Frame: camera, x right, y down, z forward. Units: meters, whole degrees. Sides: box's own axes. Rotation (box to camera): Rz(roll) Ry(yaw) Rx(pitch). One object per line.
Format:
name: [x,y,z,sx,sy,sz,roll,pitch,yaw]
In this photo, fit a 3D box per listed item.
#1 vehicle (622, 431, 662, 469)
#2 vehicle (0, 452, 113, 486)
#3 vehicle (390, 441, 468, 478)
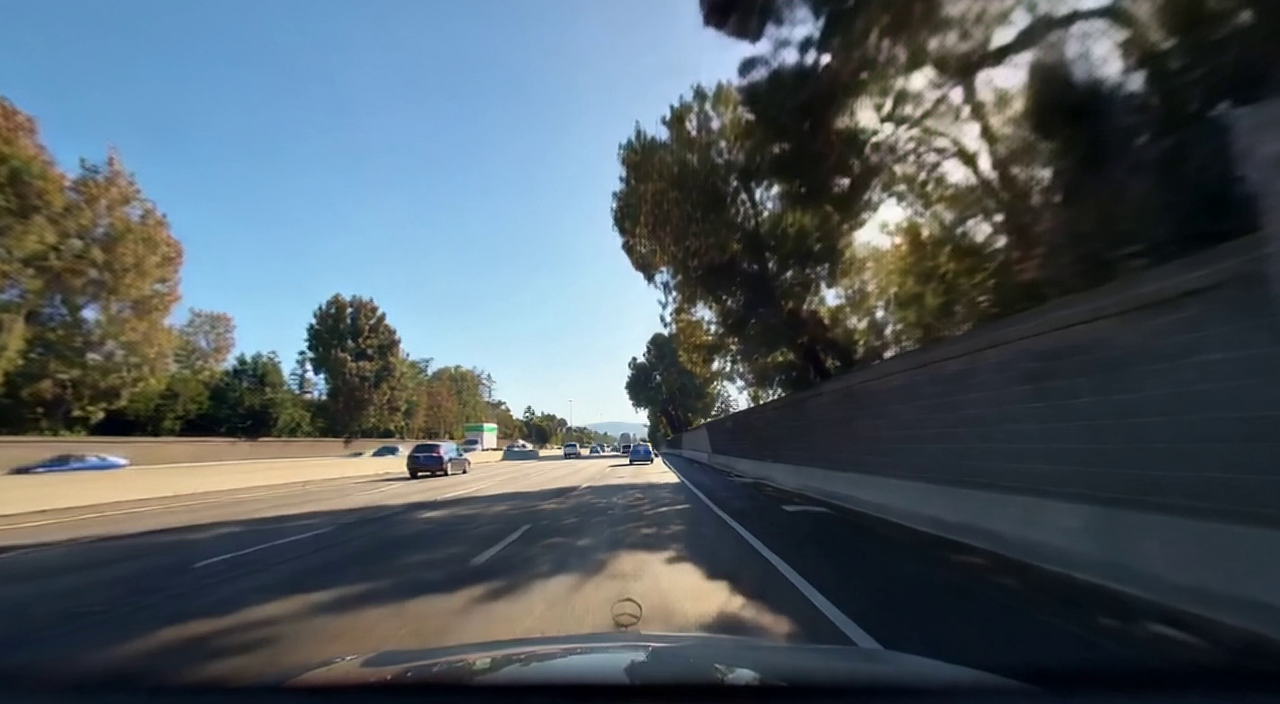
vehicle: [0.116,6.027,38.971,2.318,2.145,4.561,0,-8,0]
vehicle: [-30.665,6.046,33.019,1.950,1.568,4.772,0,-8,1]
vehicle: [-10.169,5.182,30.805,2.037,1.661,4.885,0,-8,1]
